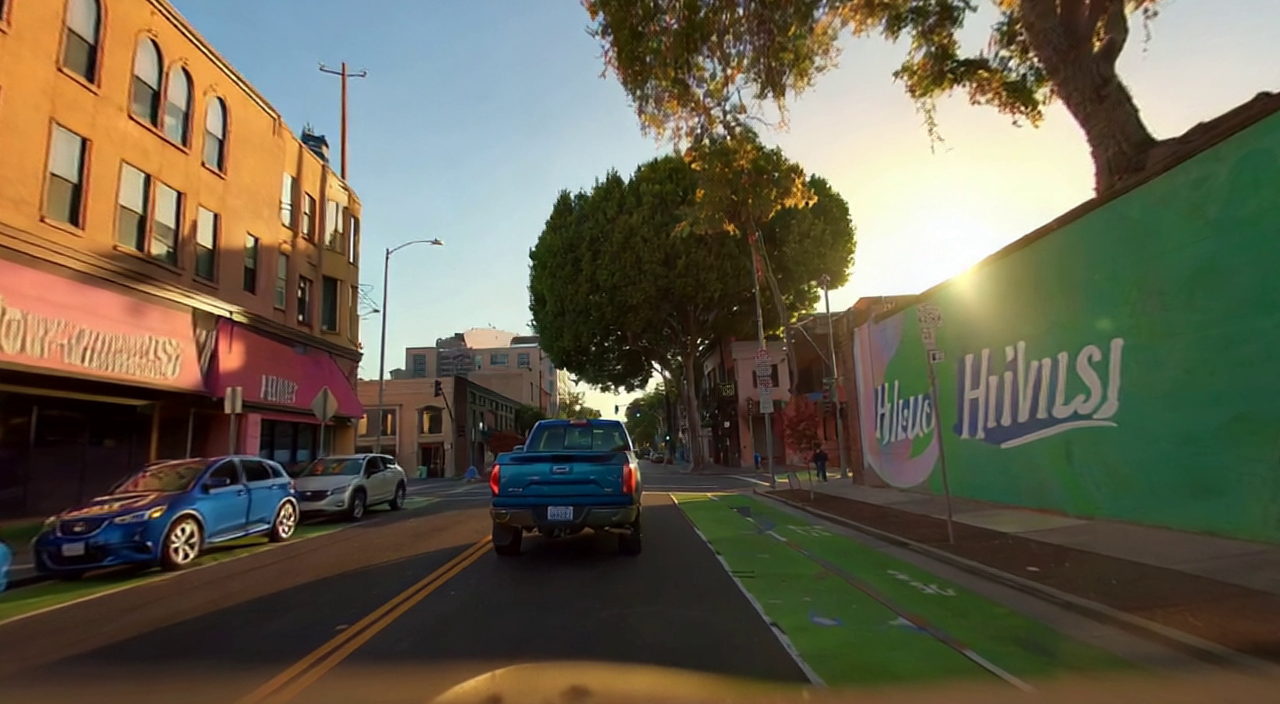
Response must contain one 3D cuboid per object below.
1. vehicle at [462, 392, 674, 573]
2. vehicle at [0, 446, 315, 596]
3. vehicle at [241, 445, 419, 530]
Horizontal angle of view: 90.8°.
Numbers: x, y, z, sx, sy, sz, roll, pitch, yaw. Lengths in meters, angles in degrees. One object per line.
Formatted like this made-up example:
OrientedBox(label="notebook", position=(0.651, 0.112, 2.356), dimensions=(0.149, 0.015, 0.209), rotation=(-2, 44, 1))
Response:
OrientedBox(label="vehicle", position=(-0.733, 1.711, 9.020), dimensions=(2.215, 1.882, 4.611), rotation=(0, -8, 1))
OrientedBox(label="vehicle", position=(-7.229, 2.437, 10.131), dimensions=(1.882, 1.686, 4.489), rotation=(-4, -8, -3))
OrientedBox(label="vehicle", position=(-7.388, 3.214, 15.801), dimensions=(1.884, 1.730, 5.076), rotation=(0, -8, 0))
